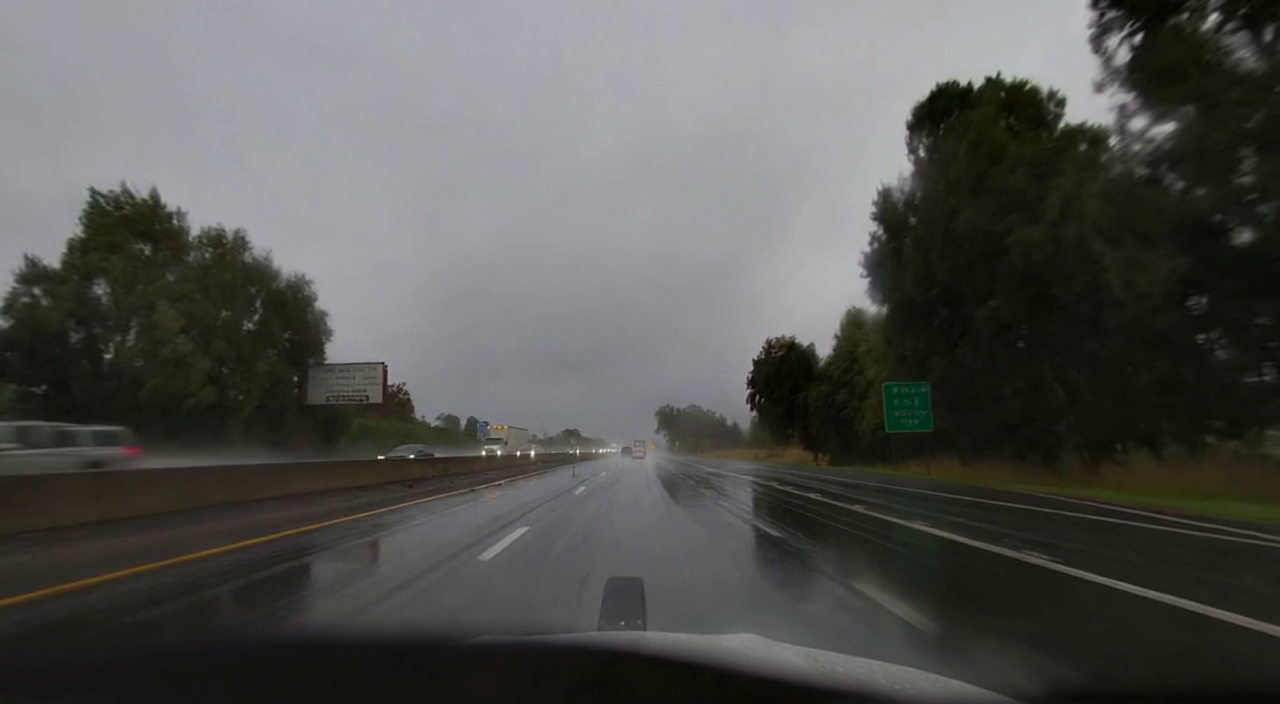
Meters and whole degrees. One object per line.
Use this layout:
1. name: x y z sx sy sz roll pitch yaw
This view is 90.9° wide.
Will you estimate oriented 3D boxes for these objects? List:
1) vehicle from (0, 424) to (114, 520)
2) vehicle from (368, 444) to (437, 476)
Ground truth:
1. vehicle: -12.335 2.141 11.283 2.085 1.675 4.297 0 -9 0
2. vehicle: -12.514 5.708 33.531 1.972 1.588 4.519 0 -9 0
